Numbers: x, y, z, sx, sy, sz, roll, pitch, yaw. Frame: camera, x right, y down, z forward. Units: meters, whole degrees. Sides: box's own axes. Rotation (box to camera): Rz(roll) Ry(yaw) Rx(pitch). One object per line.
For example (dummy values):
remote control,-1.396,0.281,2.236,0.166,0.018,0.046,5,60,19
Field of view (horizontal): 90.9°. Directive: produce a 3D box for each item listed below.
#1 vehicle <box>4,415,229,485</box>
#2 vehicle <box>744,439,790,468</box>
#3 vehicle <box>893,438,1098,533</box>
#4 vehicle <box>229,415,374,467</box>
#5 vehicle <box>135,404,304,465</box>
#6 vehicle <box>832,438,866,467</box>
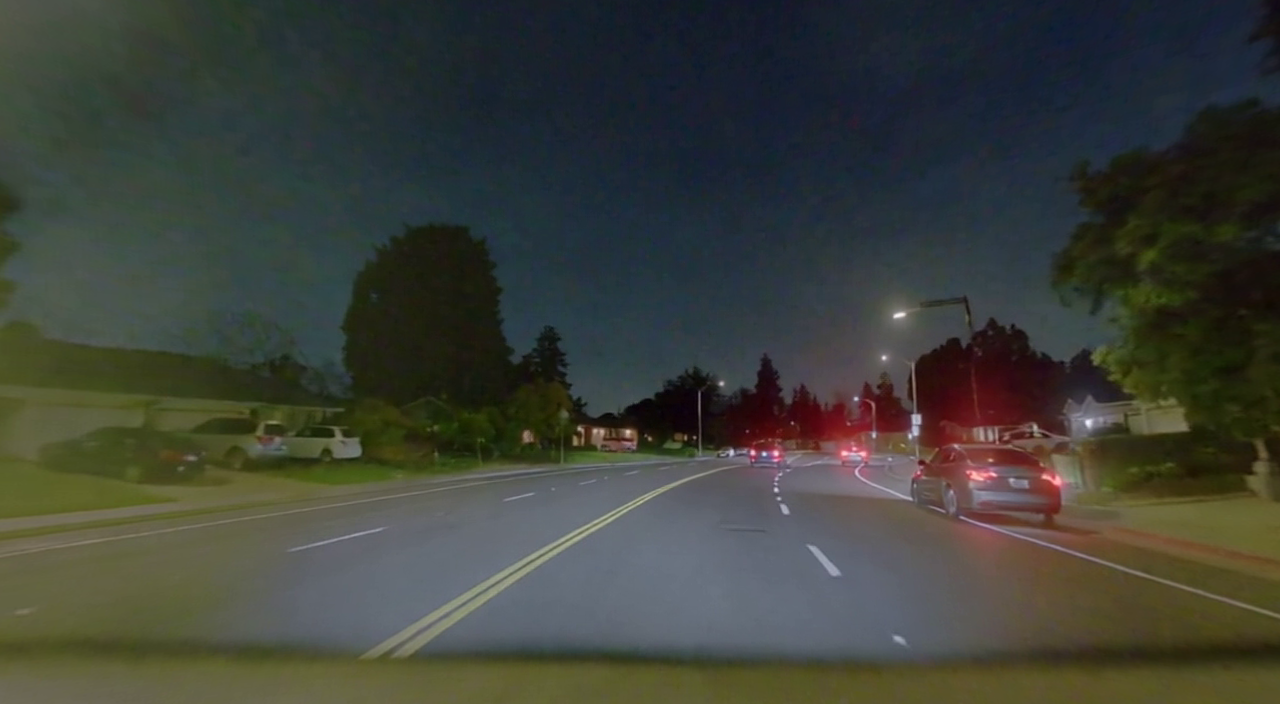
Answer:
vehicle,-14.331,2.686,17.413,4.646,1.502,1.874,3,-9,5
vehicle,7.862,6.185,38.721,2.106,1.667,4.367,-3,-9,19
vehicle,6.628,2.473,12.414,1.934,1.506,4.282,-1,-8,7
vehicle,-14.659,3.827,27.493,4.984,1.812,2.354,3,-6,8
vehicle,-16.394,3.259,24.745,5.057,1.938,2.301,3,-8,8
vehicle,14.688,7.050,44.506,2.059,1.924,4.257,-3,-9,16
